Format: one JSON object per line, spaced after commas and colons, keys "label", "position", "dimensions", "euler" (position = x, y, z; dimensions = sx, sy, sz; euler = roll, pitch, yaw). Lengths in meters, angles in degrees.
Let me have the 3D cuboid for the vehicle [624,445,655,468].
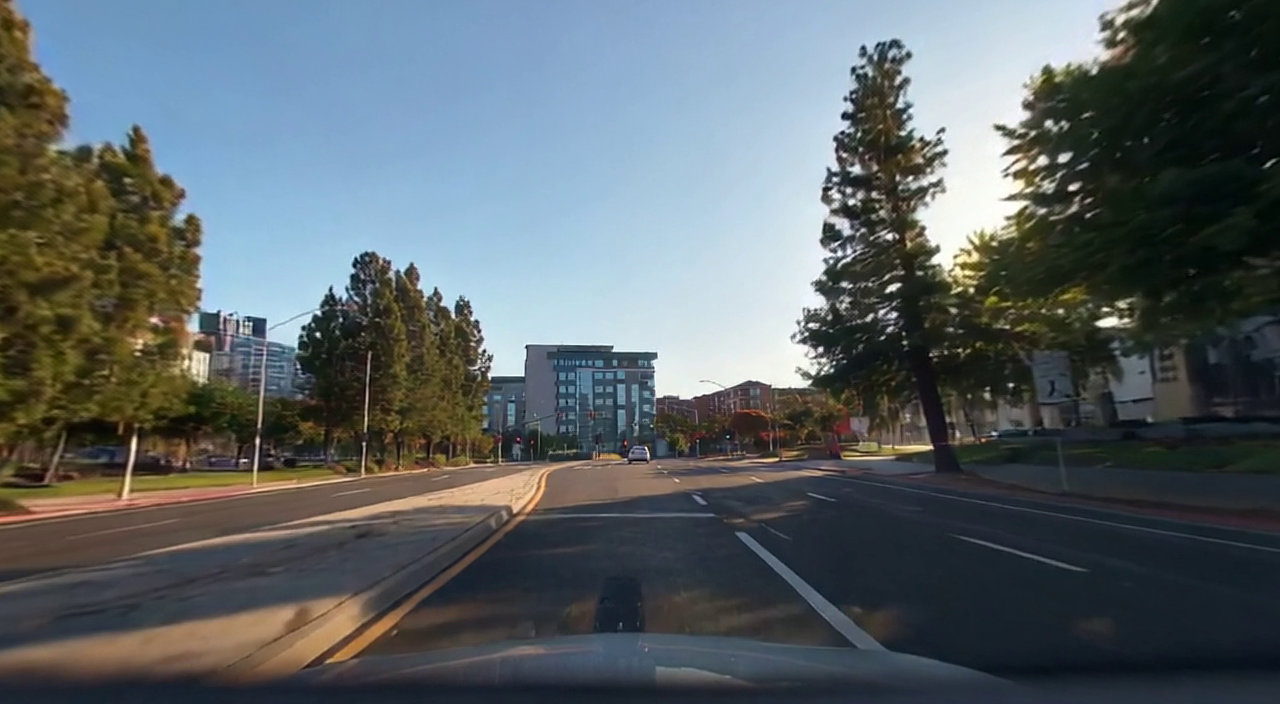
{"label": "vehicle", "position": [-0.029, 7.373, 44.552], "dimensions": [2.064, 1.477, 3.968], "euler": [-1, -9, 1]}
